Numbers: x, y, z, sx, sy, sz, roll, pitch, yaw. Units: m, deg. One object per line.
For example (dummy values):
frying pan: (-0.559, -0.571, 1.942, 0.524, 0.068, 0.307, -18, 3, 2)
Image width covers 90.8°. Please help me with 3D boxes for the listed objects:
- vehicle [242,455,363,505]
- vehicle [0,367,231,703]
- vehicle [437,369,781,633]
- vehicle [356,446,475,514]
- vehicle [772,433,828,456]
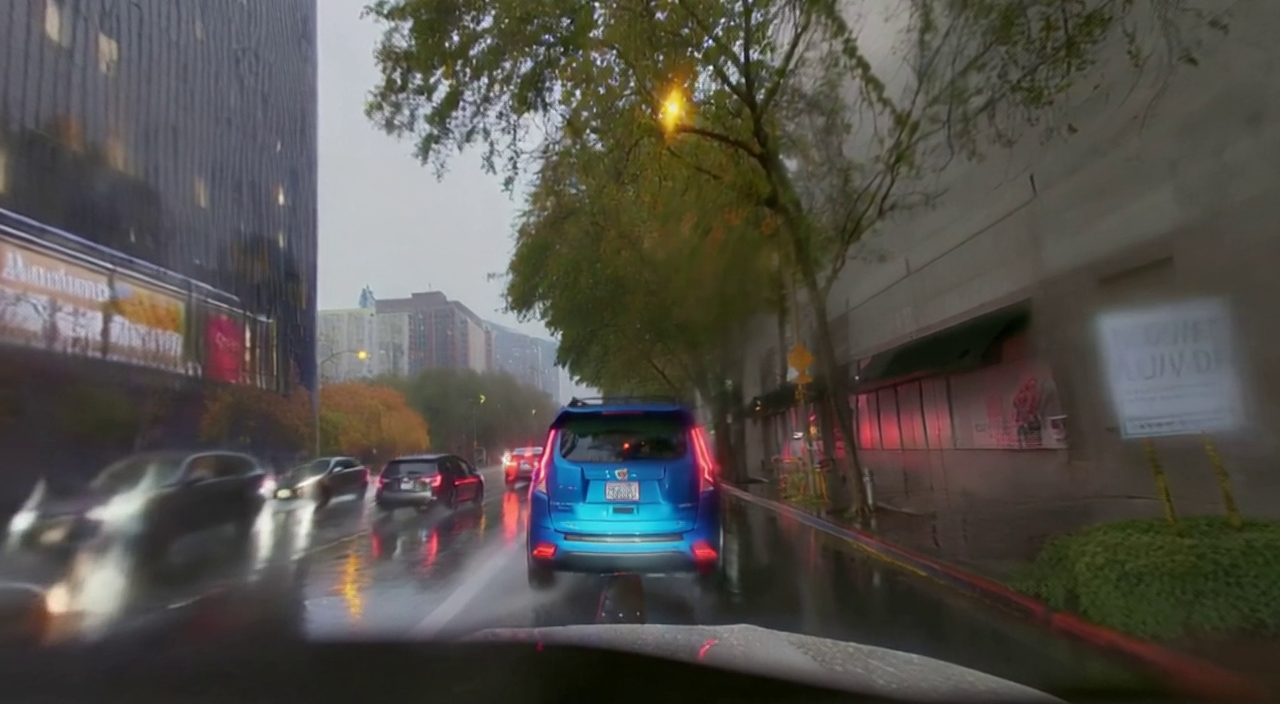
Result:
vehicle: (-11.904, 4.502, 22.730, 1.913, 1.487, 4.700, 0, -8, -2)
vehicle: (-3.256, 0.756, 1.325, 1.971, 1.658, 4.428, 0, -8, -3)
vehicle: (-0.327, 1.407, 6.961, 2.531, 1.930, 4.382, 0, -8, -3)
vehicle: (-5.473, 3.123, 16.025, 1.876, 1.448, 4.464, 1, -8, -7)
vehicle: (10.383, 6.008, 40.855, 1.877, 1.416, 3.965, -8, -12, 40)
